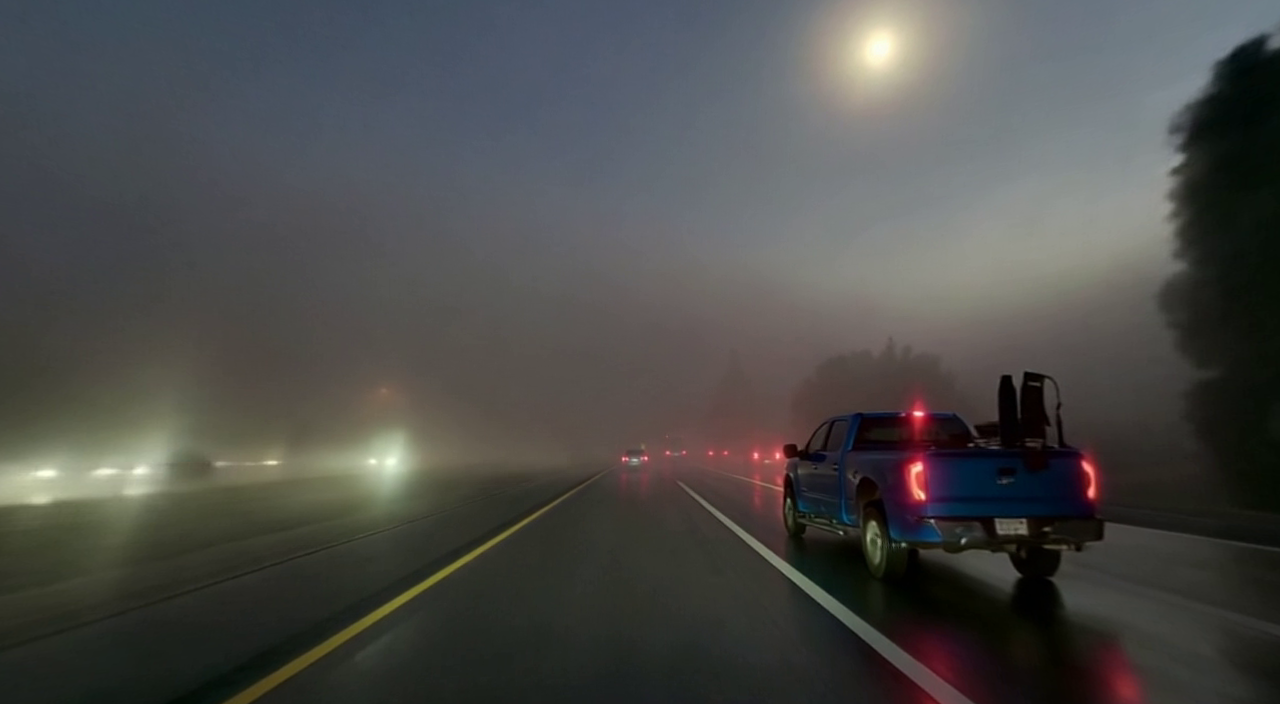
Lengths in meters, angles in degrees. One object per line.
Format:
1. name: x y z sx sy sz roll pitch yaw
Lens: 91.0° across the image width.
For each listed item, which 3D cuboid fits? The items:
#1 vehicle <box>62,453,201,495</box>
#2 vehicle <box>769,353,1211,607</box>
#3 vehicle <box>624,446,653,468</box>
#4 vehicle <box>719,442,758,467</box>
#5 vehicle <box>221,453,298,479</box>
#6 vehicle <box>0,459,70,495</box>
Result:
1. vehicle: -21.304 5.085 26.686 1.894 1.535 4.672 0 -9 1
2. vehicle: 3.443 1.457 8.018 2.354 2.079 5.586 0 -9 0
3. vehicle: -0.081 7.444 44.906 2.030 1.473 3.926 0 -9 0
4. vehicle: 7.249 7.598 46.752 2.189 1.704 4.521 0 -9 0
5. vehicle: -25.046 7.494 41.658 1.968 1.541 4.901 0 -9 1
6. vehicle: -28.872 5.638 28.541 1.862 1.503 4.385 0 -9 1
